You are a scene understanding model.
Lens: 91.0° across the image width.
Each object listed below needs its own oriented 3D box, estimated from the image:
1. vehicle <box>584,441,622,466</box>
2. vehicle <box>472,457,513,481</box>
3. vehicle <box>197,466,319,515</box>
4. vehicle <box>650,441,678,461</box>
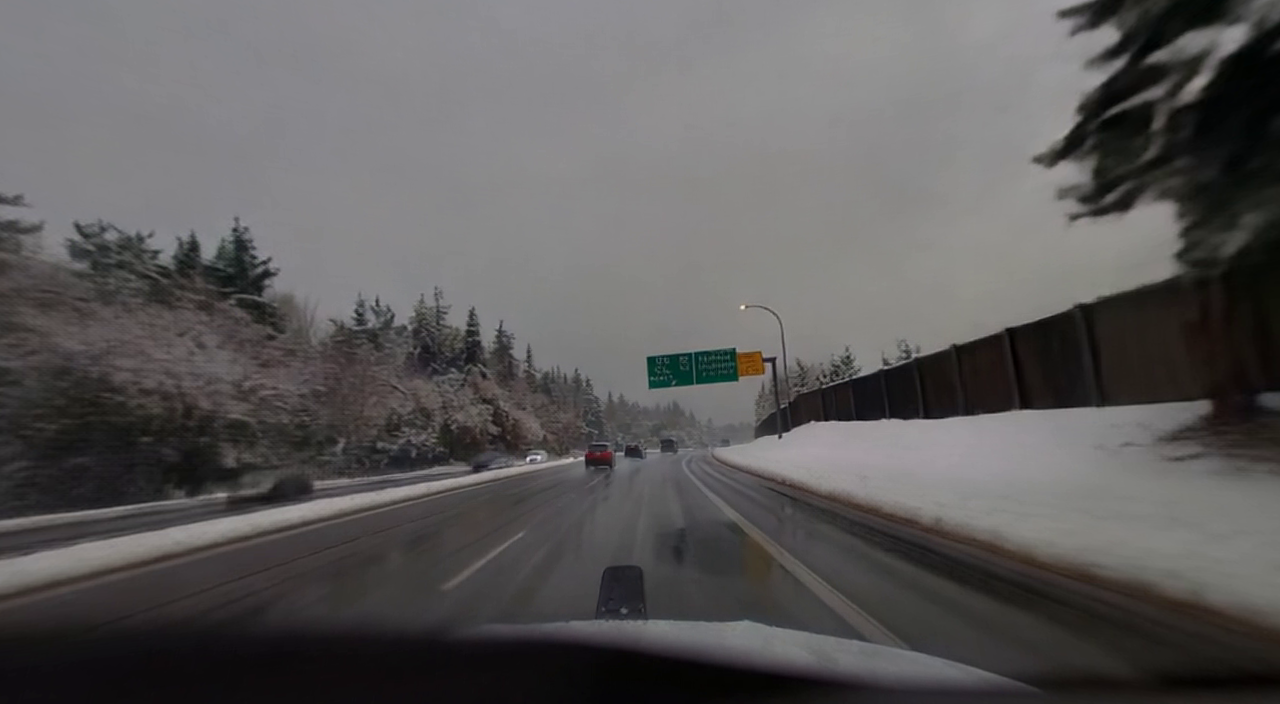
[{"bbox_3d":[-2.334,6.581,41.120,1.985,1.518,3.847,-1,-8,4],"label":"vehicle"},{"bbox_3d":[-9.971,7.933,42.816,1.758,1.406,4.118,0,-8,1],"label":"vehicle"},{"bbox_3d":[-14.110,5.120,23.604,1.756,1.469,4.394,0,-8,1],"label":"vehicle"},{"bbox_3d":[1.953,7.824,49.808,2.077,1.533,3.854,-1,-8,3],"label":"vehicle"}]
